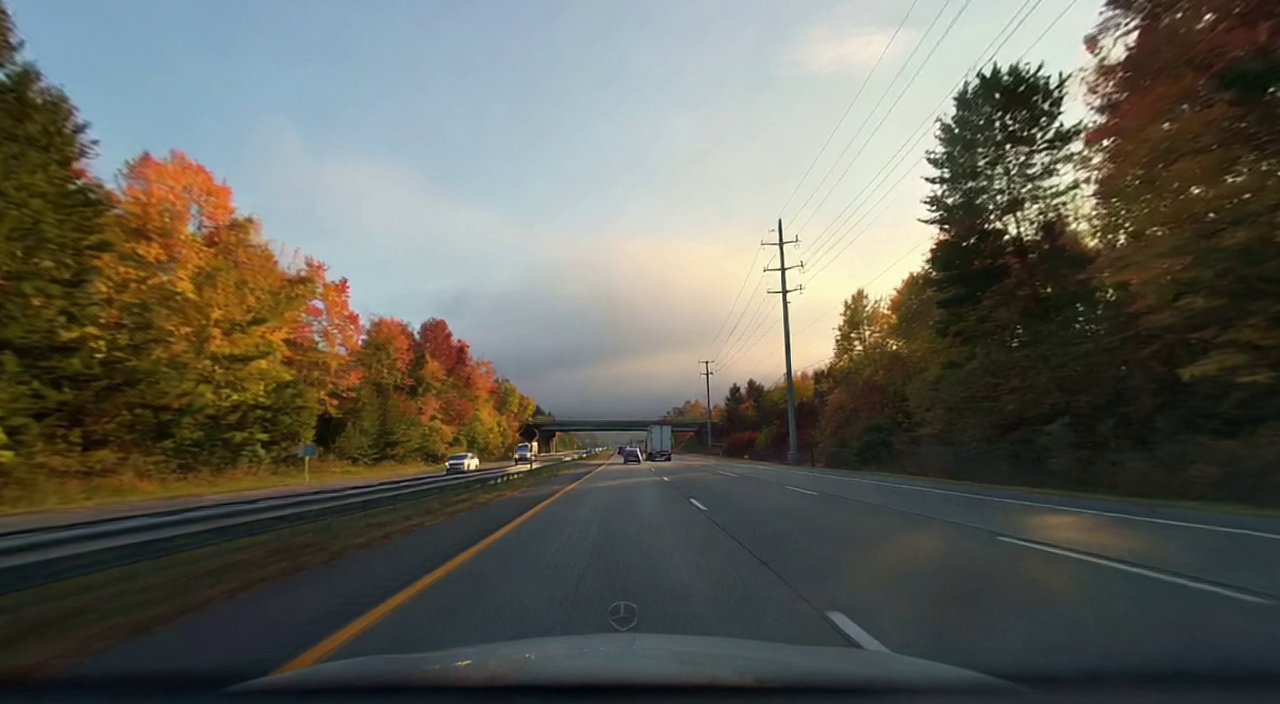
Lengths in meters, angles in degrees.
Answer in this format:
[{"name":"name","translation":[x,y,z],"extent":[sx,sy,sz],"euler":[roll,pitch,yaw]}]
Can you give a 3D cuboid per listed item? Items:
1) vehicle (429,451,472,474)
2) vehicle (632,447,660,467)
[{"name":"vehicle","translation":[-14.110,8.242,46.992],"extent":[1.930,1.569,4.186],"euler":[0,-9,0]},{"name":"vehicle","translation":[0.401,8.307,49.710],"extent":[1.961,1.454,3.755],"euler":[0,-9,-3]}]
